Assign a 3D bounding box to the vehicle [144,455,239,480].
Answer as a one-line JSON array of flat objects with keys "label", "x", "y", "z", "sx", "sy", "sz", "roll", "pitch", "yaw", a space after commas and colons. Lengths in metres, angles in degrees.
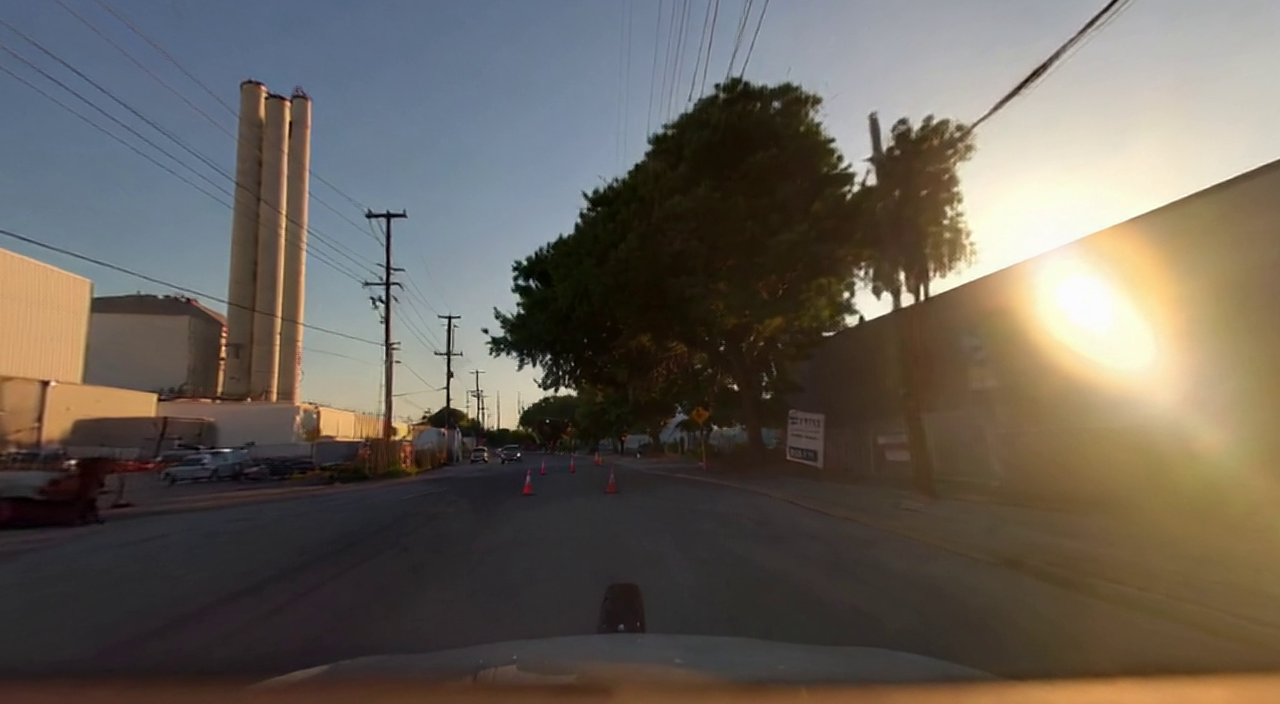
[{"label": "vehicle", "x": -26.894, "y": 6.921, "z": 37.982, "sx": 4.184, "sy": 1.411, "sz": 1.855, "roll": 1, "pitch": -9, "yaw": -6}]
